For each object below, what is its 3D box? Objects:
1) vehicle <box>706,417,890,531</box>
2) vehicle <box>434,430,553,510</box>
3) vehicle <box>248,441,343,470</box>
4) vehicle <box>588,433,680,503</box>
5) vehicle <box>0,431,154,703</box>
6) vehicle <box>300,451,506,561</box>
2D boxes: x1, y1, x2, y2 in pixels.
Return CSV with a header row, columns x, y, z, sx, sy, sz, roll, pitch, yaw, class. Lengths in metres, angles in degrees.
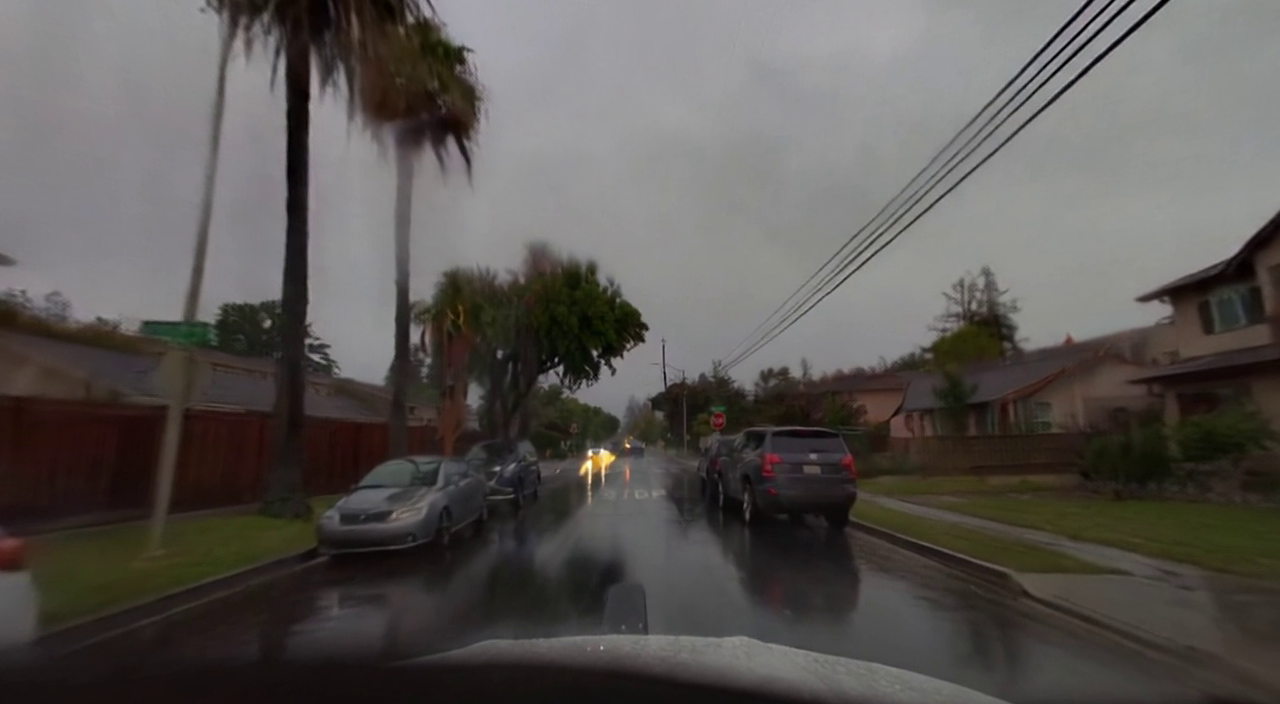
x,y,z,sx,sy,sz,roll,pitch,yaw,class
2.558,2.137,11.607,2.136,1.650,4.837,0,-8,0,vehicle
-3.379,2.802,15.380,1.965,1.657,4.104,0,-8,-1,vehicle
-20.494,6.169,37.487,4.557,1.618,1.846,-1,-8,2,vehicle
-0.151,2.842,15.761,2.010,1.499,4.107,0,-8,-1,vehicle
-3.195,0.789,0.695,1.911,1.449,4.412,0,-8,-3,vehicle
-3.335,2.205,9.700,1.728,1.305,3.805,0,-8,-1,vehicle
